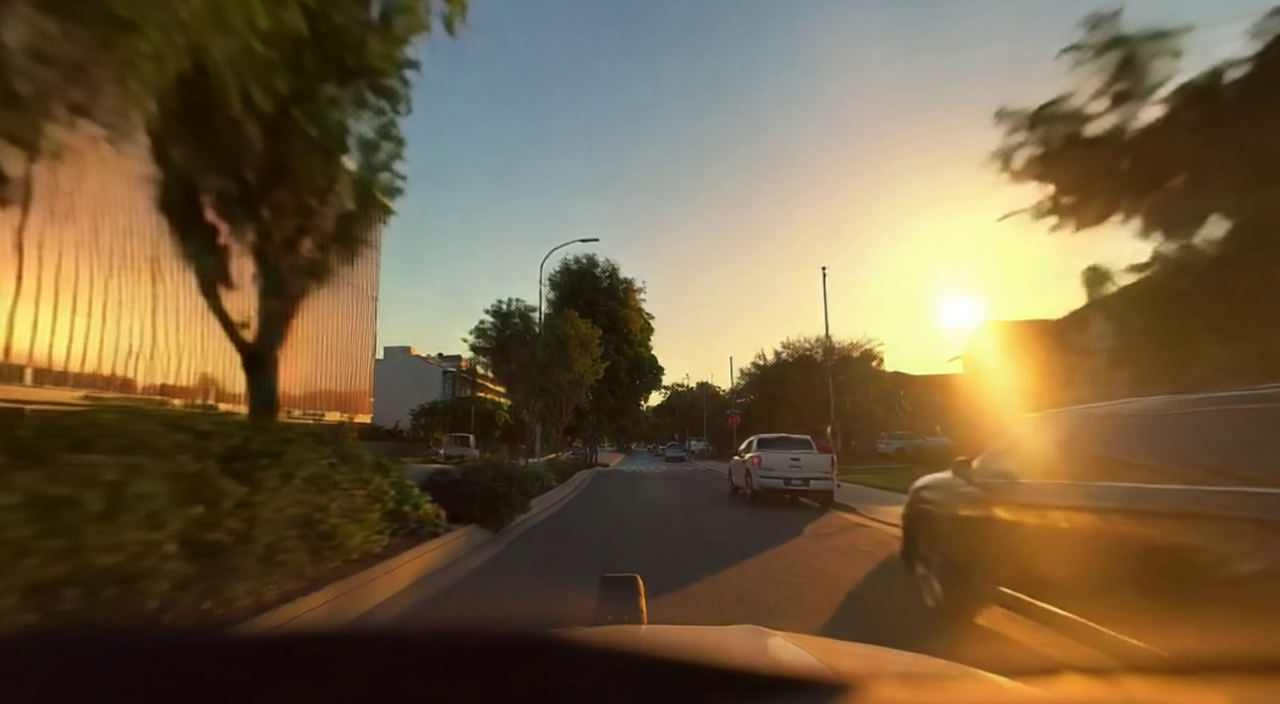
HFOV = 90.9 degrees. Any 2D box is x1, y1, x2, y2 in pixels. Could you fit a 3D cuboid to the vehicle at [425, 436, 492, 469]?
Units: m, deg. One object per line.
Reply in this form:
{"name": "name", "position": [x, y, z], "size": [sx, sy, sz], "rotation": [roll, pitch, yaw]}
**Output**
{"name": "vehicle", "position": [-9.111, 5.085, 31.990], "size": [2.024, 1.532, 3.863], "rotation": [-1, -9, 4]}

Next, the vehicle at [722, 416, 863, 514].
{"name": "vehicle", "position": [3.219, 2.503, 14.342], "size": [2.067, 1.846, 4.384], "rotation": [0, -9, 0]}

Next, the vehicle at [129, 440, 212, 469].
{"name": "vehicle", "position": [-29.509, 6.442, 39.801], "size": [1.815, 1.720, 4.395], "rotation": [0, -8, 0]}

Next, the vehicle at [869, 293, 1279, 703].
{"name": "vehicle", "position": [3.110, 0.859, 3.020], "size": [2.150, 1.770, 4.801], "rotation": [0, -9, -1]}

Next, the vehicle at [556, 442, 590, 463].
{"name": "vehicle", "position": [-5.059, 7.660, 48.130], "size": [1.881, 1.497, 4.071], "rotation": [-1, -9, 5]}
